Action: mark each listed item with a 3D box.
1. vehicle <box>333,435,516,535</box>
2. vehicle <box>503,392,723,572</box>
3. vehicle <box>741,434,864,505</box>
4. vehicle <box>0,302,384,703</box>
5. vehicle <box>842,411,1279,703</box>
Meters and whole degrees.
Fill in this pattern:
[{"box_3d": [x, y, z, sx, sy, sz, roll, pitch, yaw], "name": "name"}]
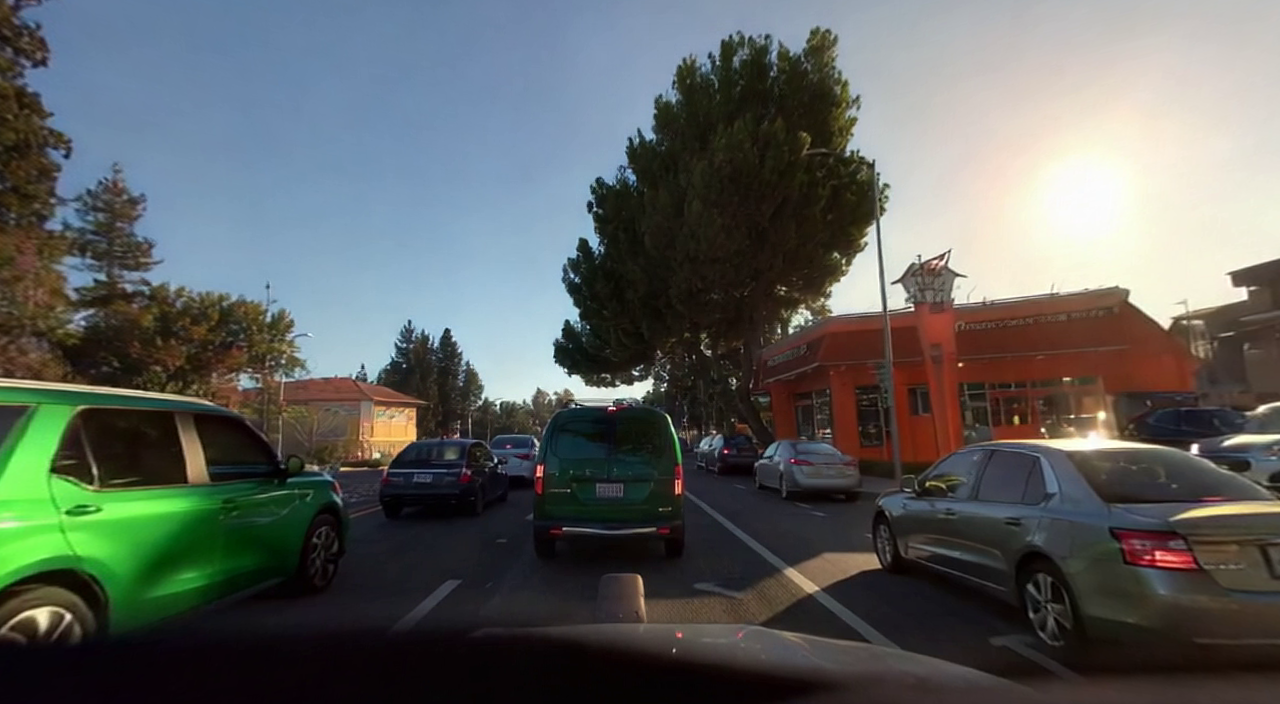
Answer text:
[{"box_3d": [-3.570, 2.265, 11.408, 1.849, 1.451, 4.218, 0, -9, -1], "name": "vehicle"}, {"box_3d": [-0.311, 1.639, 8.628, 2.238, 1.825, 4.190, 0, -9, -1], "name": "vehicle"}, {"box_3d": [3.896, 2.891, 15.964, 1.875, 1.521, 4.192, 0, -9, -2], "name": "vehicle"}, {"box_3d": [-3.598, 0.942, 3.782, 2.231, 1.853, 4.461, 0, -9, 0], "name": "vehicle"}, {"box_3d": [3.376, 1.351, 5.235, 1.900, 1.477, 4.352, 0, -9, -1], "name": "vehicle"}]
